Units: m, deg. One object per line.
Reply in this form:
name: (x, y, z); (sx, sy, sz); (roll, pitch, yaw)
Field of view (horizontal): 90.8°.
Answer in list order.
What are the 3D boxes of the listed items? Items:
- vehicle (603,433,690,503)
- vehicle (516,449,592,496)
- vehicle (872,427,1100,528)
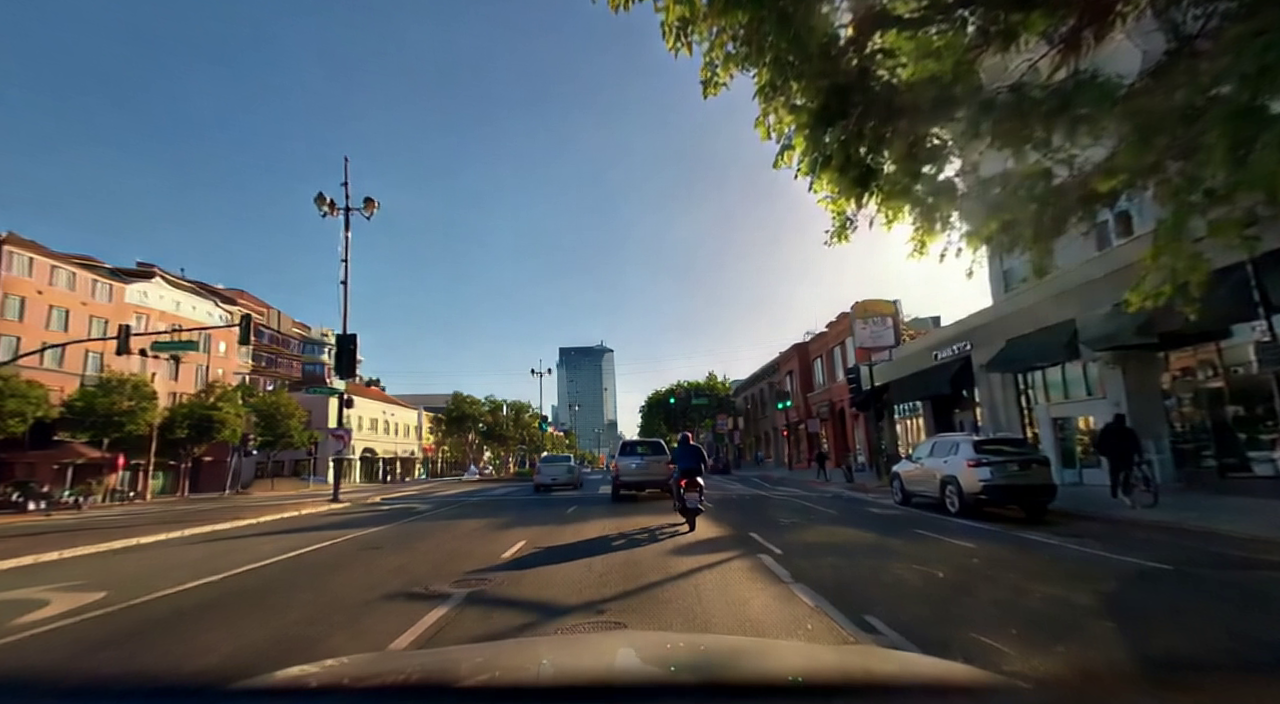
vehicle: (0.170, 3.305, 18.469); (2.223, 1.775, 4.250); (0, -8, 0)
vehicle: (-2.986, 4.287, 22.952); (2.014, 1.470, 4.552); (0, -8, 1)
vehicle: (7.166, 2.633, 13.918); (2.018, 1.772, 4.968); (0, -9, -2)
